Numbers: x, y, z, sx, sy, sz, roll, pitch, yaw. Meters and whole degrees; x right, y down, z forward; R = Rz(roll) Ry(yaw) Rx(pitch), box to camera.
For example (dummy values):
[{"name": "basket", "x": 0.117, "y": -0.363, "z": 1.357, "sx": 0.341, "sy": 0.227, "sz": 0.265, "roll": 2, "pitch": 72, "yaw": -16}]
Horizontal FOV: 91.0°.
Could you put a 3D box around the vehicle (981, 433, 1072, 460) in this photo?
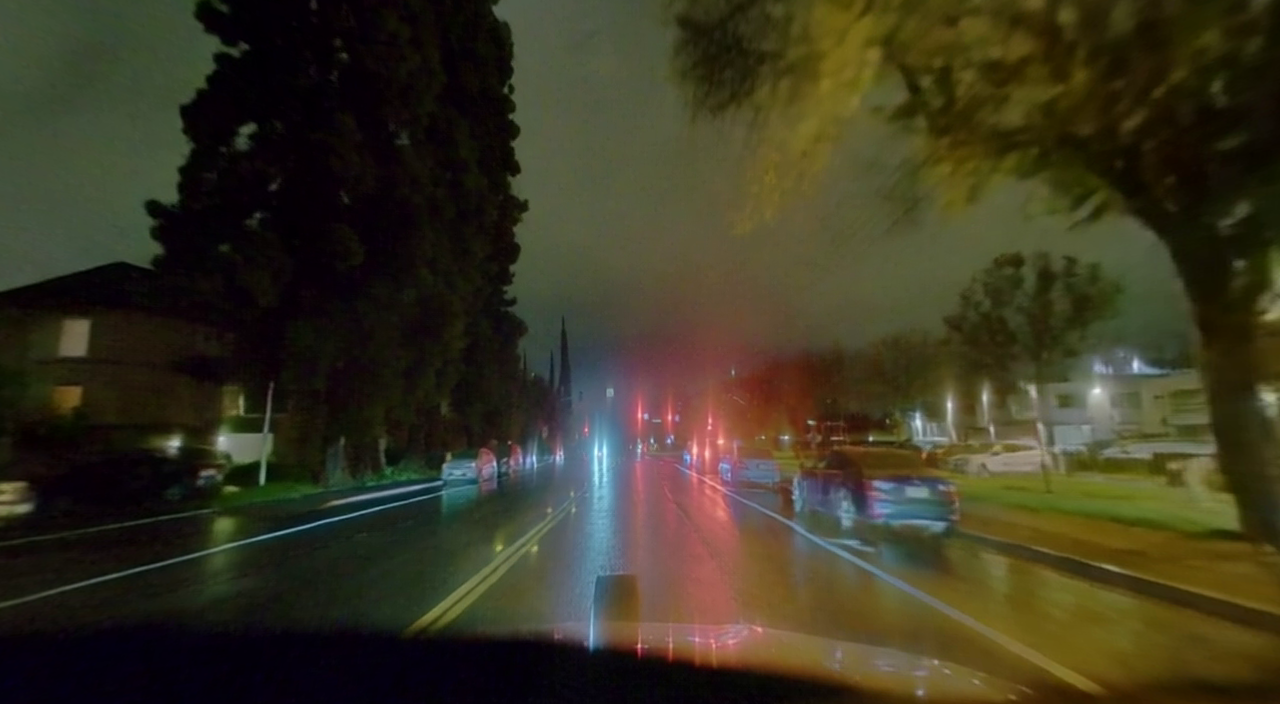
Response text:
[{"name": "vehicle", "x": 25.615, "y": 6.283, "z": 41.823, "sx": 4.572, "sy": 1.771, "sz": 2.081, "roll": 0, "pitch": -9, "yaw": 1}]

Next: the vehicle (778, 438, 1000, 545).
[{"name": "vehicle", "x": 4.005, "y": 2.307, "z": 11.214, "sx": 2.005, "sy": 1.466, "sz": 4.767, "roll": 0, "pitch": -8, "yaw": 0}]

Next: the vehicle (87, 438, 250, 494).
[{"name": "vehicle", "x": -14.189, "y": 3.435, "z": 19.270, "sx": 1.921, "sy": 1.518, "sz": 3.799, "roll": 0, "pitch": -9, "yaw": 2}]

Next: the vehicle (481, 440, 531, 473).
[{"name": "vehicle", "x": -7.550, "y": 5.935, "z": 35.908, "sx": 1.994, "sy": 1.718, "sz": 4.518, "roll": 0, "pitch": -8, "yaw": -1}]

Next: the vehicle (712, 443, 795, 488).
[{"name": "vehicle", "x": 3.904, "y": 3.969, "z": 22.409, "sx": 2.036, "sy": 1.405, "sz": 4.312, "roll": 0, "pitch": -8, "yaw": -1}]

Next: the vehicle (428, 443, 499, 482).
[{"name": "vehicle", "x": -7.555, "y": 4.756, "z": 27.314, "sx": 1.976, "sy": 1.554, "sz": 3.654, "roll": 0, "pitch": -8, "yaw": 1}]

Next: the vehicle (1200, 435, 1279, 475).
[{"name": "vehicle", "x": 25.745, "y": 4.169, "z": 25.602, "sx": 3.778, "sy": 1.560, "sz": 2.141, "roll": 0, "pitch": -8, "yaw": 0}]

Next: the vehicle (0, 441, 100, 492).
[{"name": "vehicle", "x": -20.094, "y": 3.623, "z": 19.842, "sx": 1.880, "sy": 1.510, "sz": 4.758, "roll": -2, "pitch": -10, "yaw": 0}]
